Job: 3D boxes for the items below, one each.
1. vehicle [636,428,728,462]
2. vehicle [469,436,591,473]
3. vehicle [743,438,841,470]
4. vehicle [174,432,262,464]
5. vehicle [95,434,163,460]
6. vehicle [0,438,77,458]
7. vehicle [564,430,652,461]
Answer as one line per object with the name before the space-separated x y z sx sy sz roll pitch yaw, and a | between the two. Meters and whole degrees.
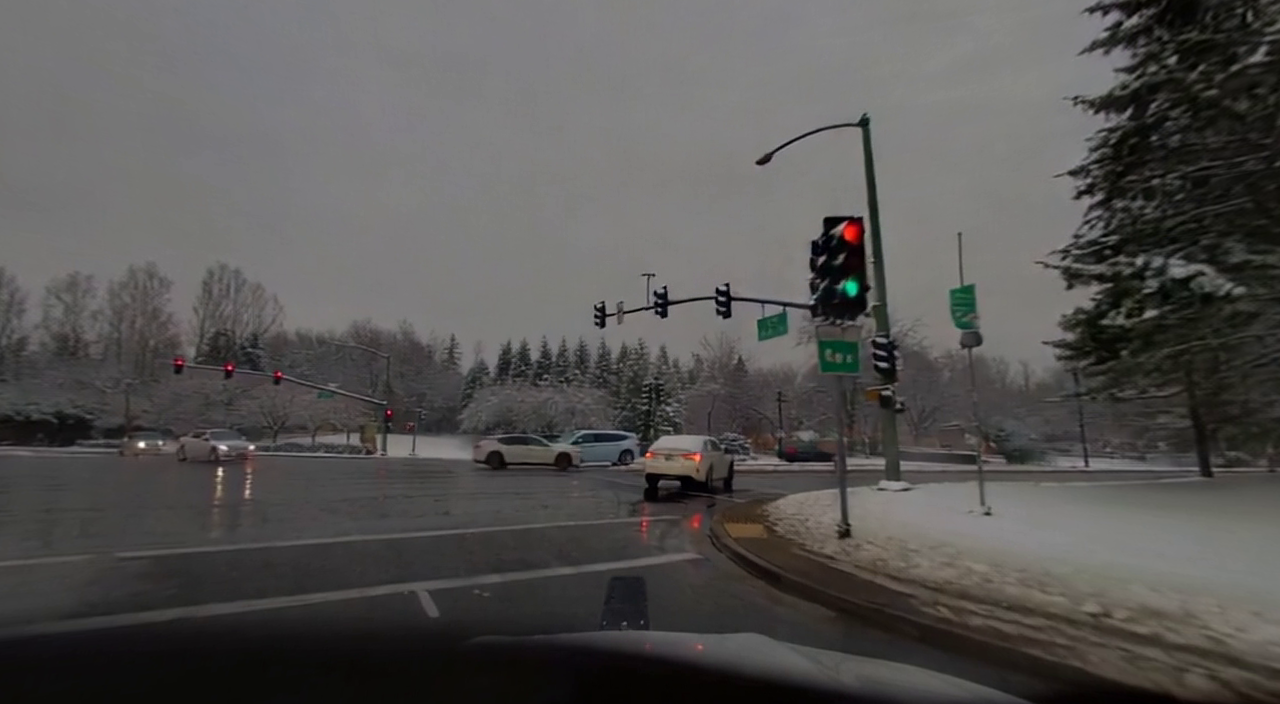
vehicle | 2.828 6.142 41.404 5.791 1.964 2.199 7 -11 -32
vehicle | -4.225 4.030 24.790 4.425 1.366 1.865 0 -9 -1
vehicle | 7.699 5.140 31.761 5.032 1.473 1.827 6 -11 -33
vehicle | -20.369 4.637 30.326 4.686 1.425 2.018 -7 -11 38
vehicle | -36.787 6.834 45.286 5.332 1.807 2.450 -7 -11 37
vehicle | -48.092 7.624 49.876 4.826 1.484 2.000 1 -9 -6
vehicle | -1.715 5.144 34.589 4.483 1.589 1.852 6 -11 -32
